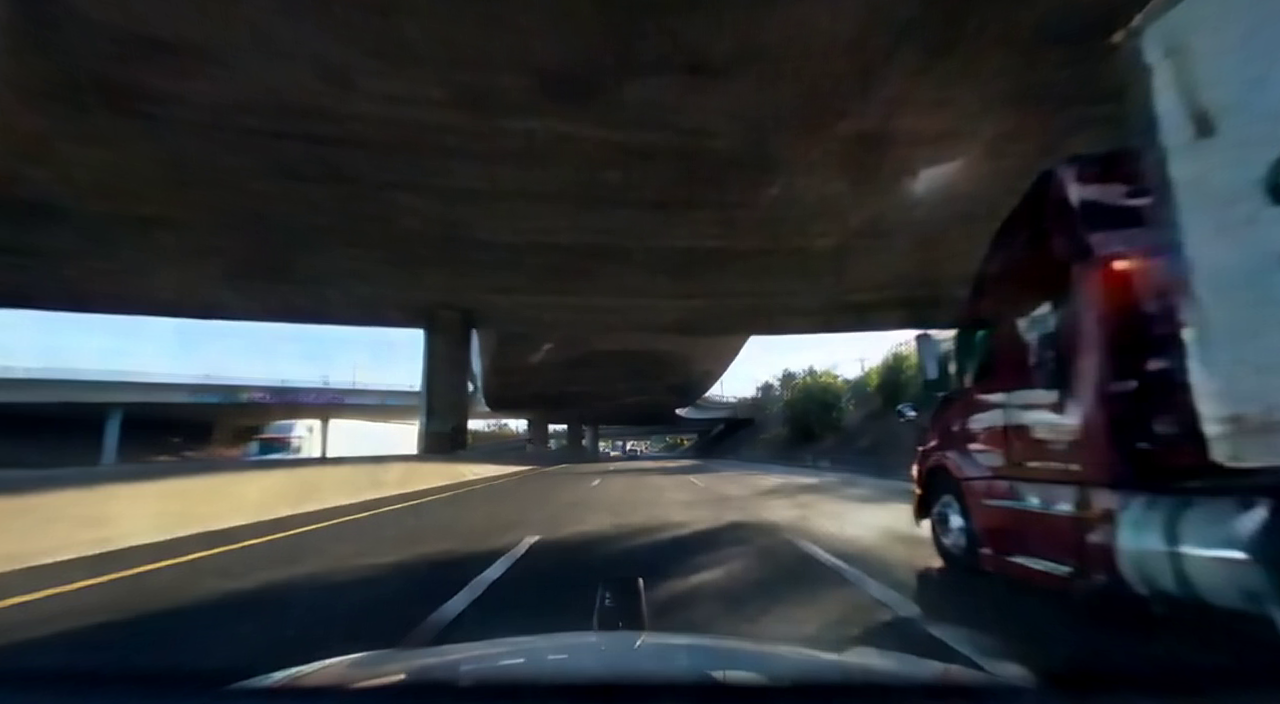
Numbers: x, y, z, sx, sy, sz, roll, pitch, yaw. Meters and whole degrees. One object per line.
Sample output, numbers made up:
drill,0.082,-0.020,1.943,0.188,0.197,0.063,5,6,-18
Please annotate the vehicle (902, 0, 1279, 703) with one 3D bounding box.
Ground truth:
vehicle,4.433,0.003,3.696,3.016,3.938,5.838,0,-9,-1

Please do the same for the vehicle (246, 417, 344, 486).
vehicle,-20.448,5.931,37.592,3.053,3.842,4.764,0,-9,-1

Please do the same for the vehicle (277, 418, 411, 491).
vehicle,-20.589,7.333,45.386,3.091,4.397,13.932,0,-9,-1
